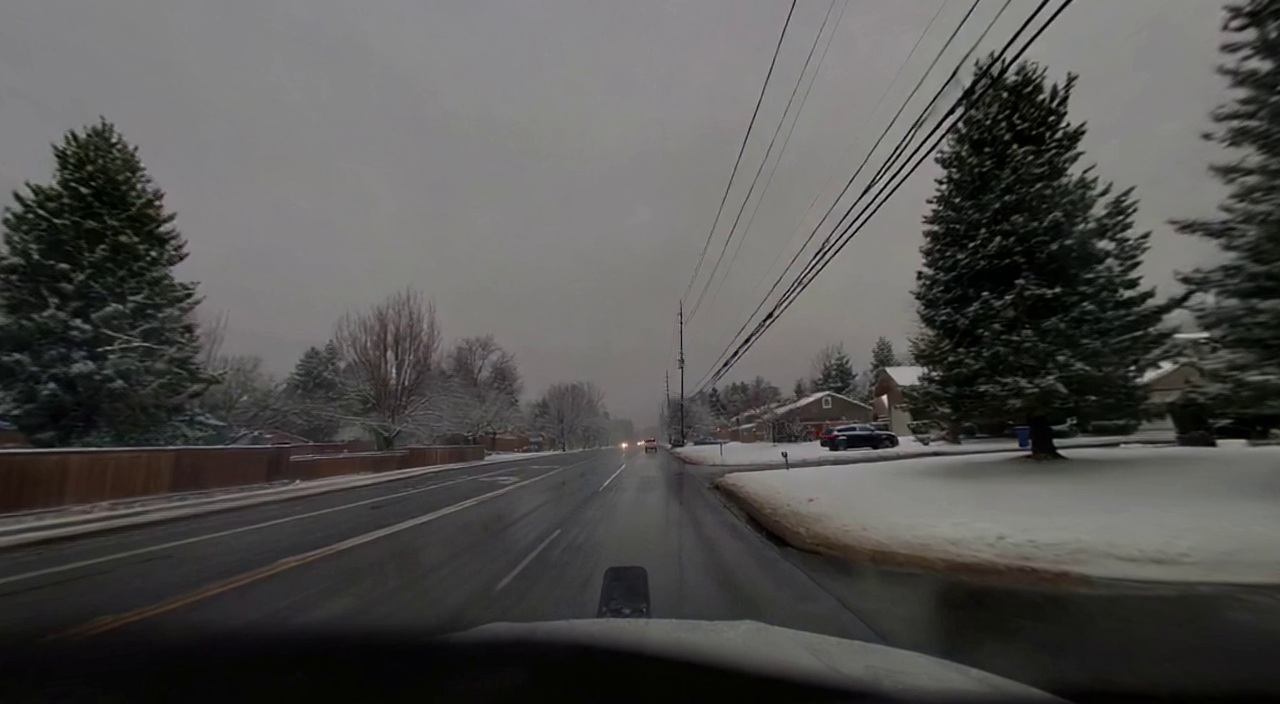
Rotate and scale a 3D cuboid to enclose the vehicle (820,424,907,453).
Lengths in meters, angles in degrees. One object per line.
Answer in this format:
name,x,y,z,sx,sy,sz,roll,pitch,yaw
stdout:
vehicle,11.847,4.629,33.616,3.992,1.486,1.727,0,-9,1
